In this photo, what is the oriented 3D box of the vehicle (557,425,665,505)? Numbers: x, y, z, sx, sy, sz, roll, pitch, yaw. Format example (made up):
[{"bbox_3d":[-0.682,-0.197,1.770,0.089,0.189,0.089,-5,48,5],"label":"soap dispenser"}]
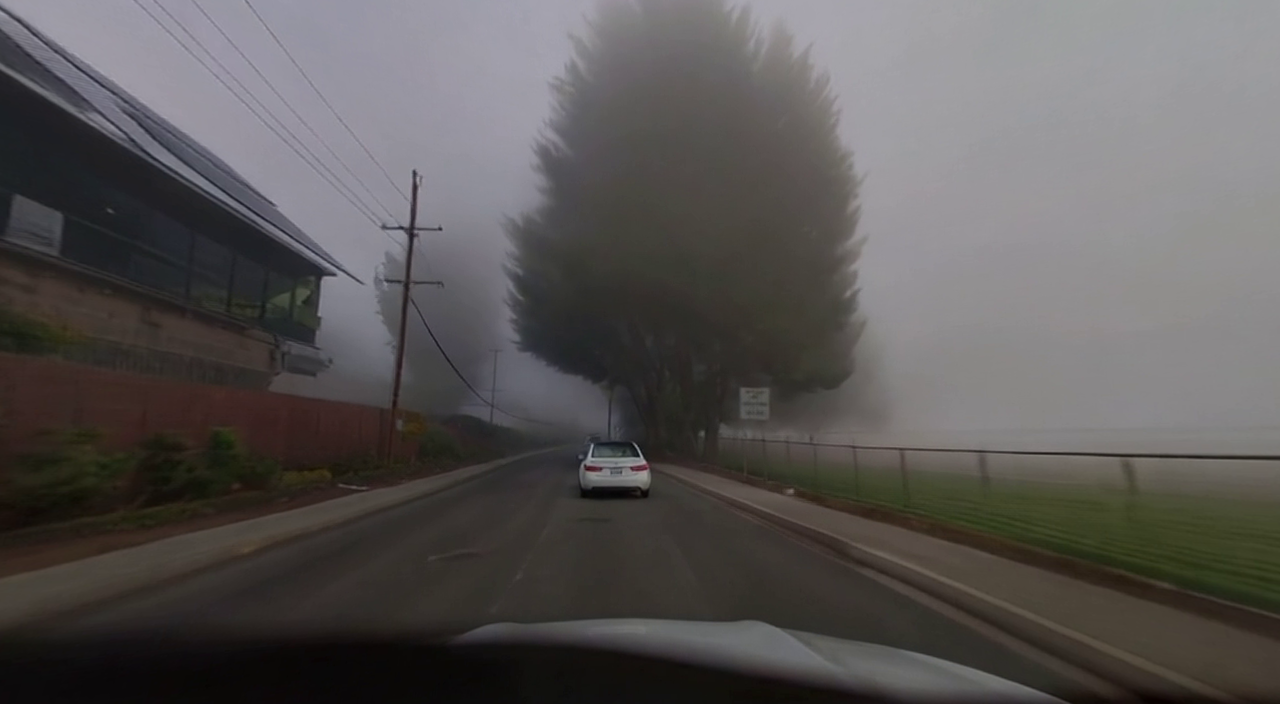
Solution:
[{"bbox_3d":[-0.688,2.422,14.006,2.060,1.487,3.920,0,-8,-4],"label":"vehicle"}]
